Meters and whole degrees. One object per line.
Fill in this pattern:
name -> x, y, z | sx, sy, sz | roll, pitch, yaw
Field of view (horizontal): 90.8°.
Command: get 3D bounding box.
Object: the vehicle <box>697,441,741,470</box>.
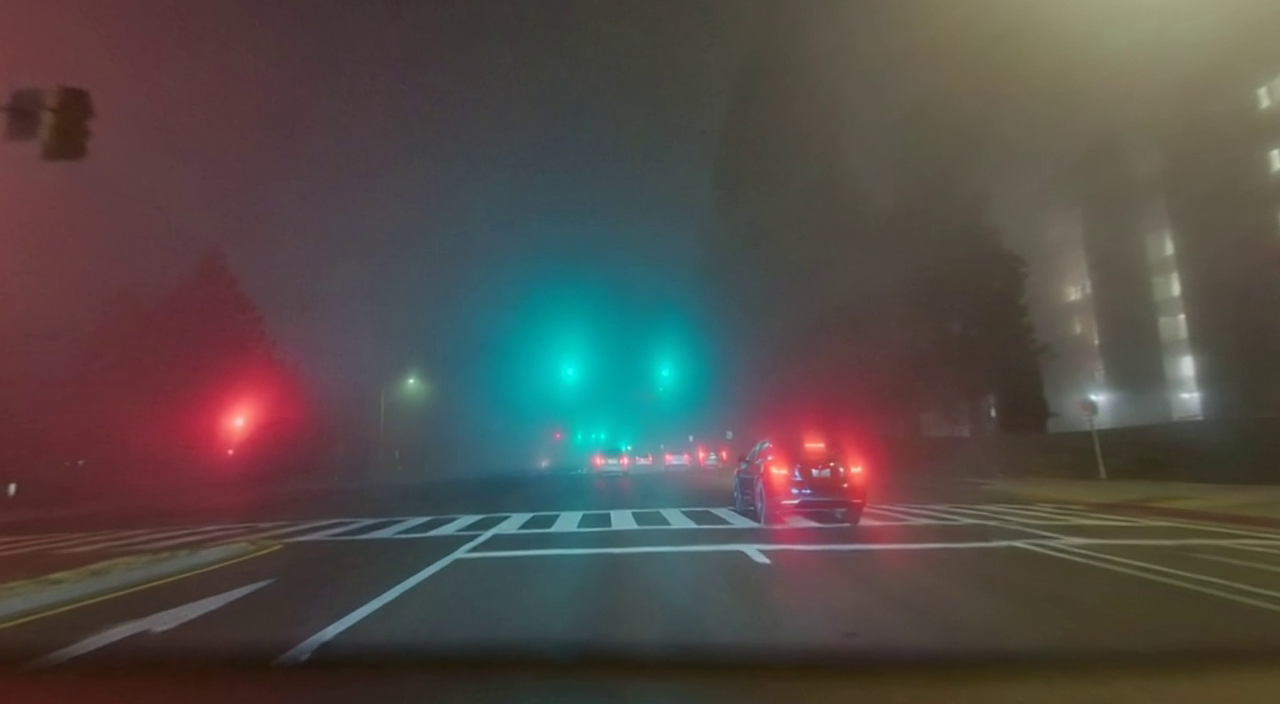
vehicle -> 5.401, 7.181, 44.027 | 2.052, 1.886, 5.297 | 0, -9, -4

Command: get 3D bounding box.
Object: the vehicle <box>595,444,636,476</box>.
vehicle -> -1.345, 5.887, 34.621 | 2.101, 1.641, 4.341 | 0, -9, -2

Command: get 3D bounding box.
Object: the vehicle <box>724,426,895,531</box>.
vehicle -> 3.045, 2.400, 12.554 | 1.893, 1.664, 4.670 | 0, -9, -3
